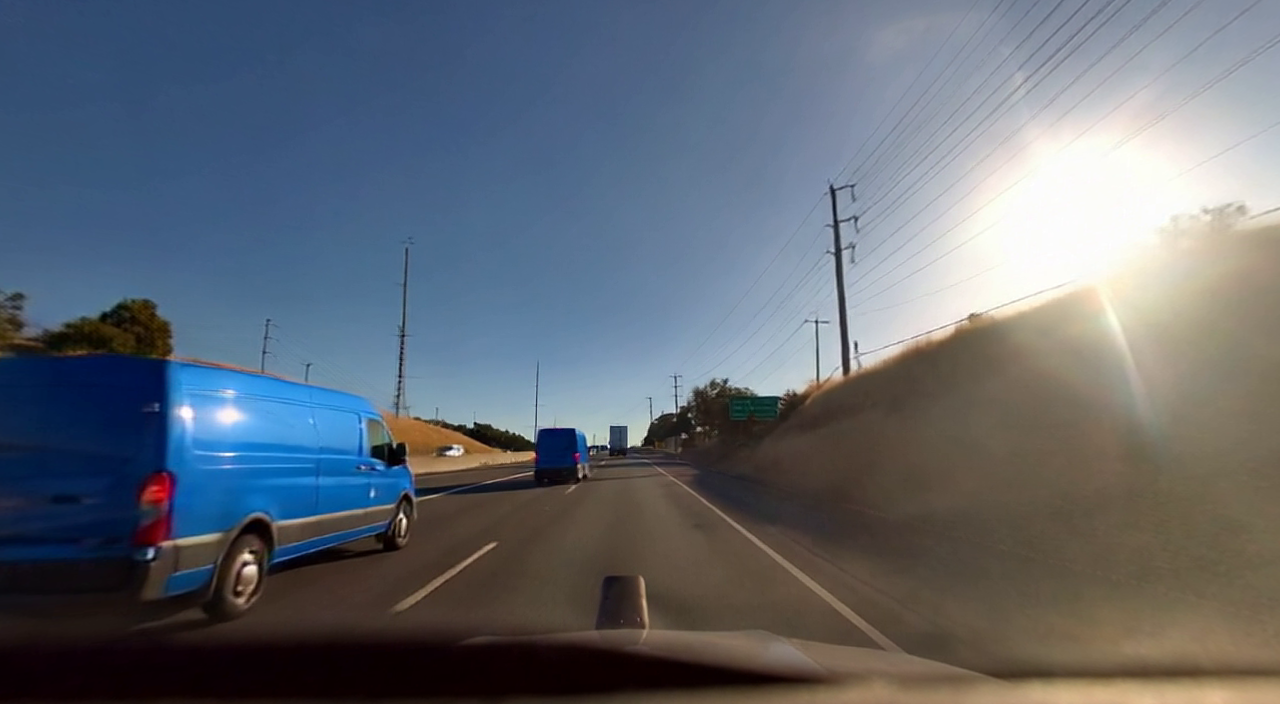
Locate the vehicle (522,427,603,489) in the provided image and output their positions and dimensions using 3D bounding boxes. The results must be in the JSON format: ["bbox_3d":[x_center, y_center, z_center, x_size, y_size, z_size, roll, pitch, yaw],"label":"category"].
[{"bbox_3d":[-2.665,3.851,23.108,2.197,2.011,5.130,0,-9,1],"label":"vehicle"}]

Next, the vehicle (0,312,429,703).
[{"bbox_3d":[-3.879,1.162,5.745,2.145,2.010,4.980,0,-9,0],"label":"vehicle"}]
